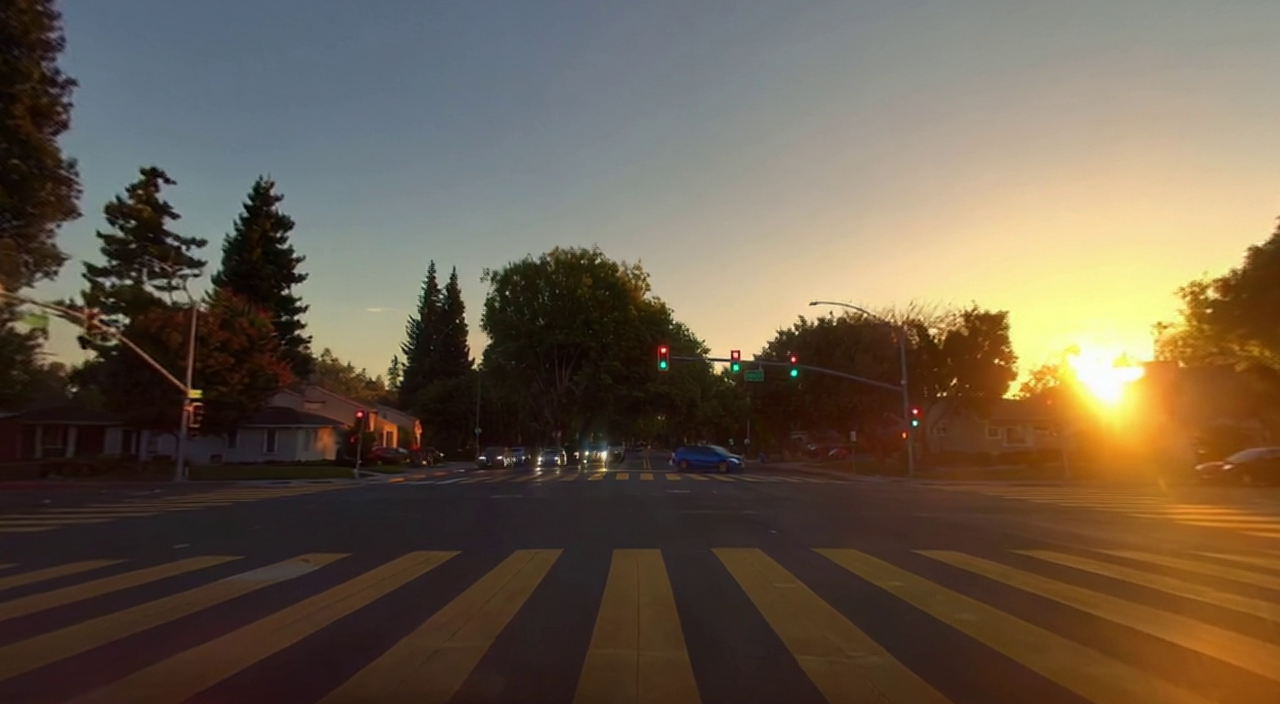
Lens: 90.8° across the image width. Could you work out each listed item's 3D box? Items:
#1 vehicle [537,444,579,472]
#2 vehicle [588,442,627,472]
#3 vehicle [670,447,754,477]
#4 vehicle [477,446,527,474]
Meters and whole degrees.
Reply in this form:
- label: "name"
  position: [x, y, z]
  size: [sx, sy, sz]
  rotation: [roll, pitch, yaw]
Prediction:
- label: "vehicle"
  position: [-5.232, 6.801, 40.726]
  size: [2.091, 1.707, 4.157]
  rotation: [0, -9, 1]
- label: "vehicle"
  position: [-2.073, 6.952, 41.976]
  size: [2.355, 1.868, 5.125]
  rotation: [0, -9, 0]
- label: "vehicle"
  position: [3.724, 5.750, 33.218]
  size: [4.118, 1.491, 2.046]
  rotation: [0, -8, -1]
- label: "vehicle"
  position: [-8.659, 6.770, 40.035]
  size: [2.028, 1.654, 5.027]
  rotation: [0, -9, 0]
